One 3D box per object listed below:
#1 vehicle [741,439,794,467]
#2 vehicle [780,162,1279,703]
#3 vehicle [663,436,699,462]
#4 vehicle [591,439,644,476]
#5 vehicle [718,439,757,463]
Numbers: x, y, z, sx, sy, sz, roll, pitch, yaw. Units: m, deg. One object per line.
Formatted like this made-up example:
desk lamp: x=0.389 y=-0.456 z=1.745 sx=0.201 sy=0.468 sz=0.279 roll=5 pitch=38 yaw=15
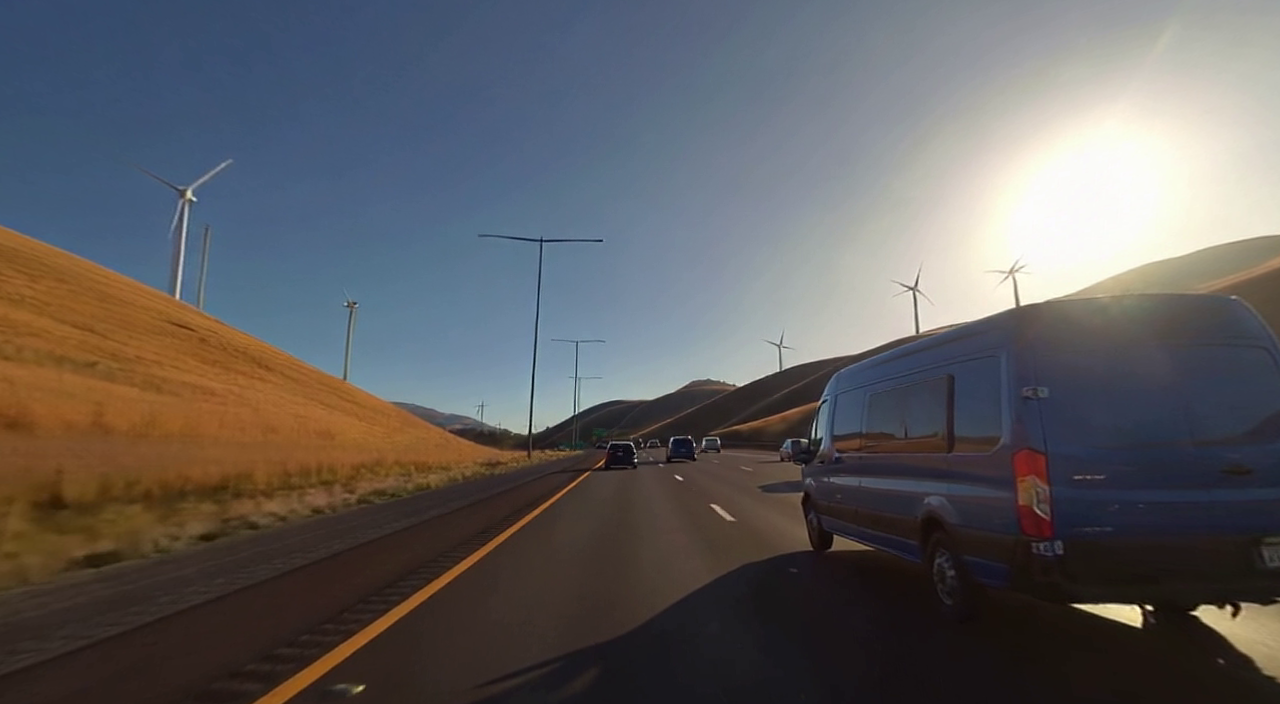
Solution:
vehicle: x=6.940 y=5.554 z=34.912 sx=1.858 sy=1.475 sz=4.421 roll=0 pitch=-8 yaw=-2
vehicle: x=3.122 y=0.825 z=5.658 sx=2.365 sy=2.630 sz=5.754 roll=0 pitch=-8 yaw=0
vehicle: x=2.744 y=6.629 z=43.283 sx=2.108 sy=1.717 sz=3.996 roll=0 pitch=-8 yaw=-2
vehicle: x=-0.893 y=4.399 z=26.572 sx=2.082 sy=1.445 sz=3.826 roll=0 pitch=-8 yaw=0
vehicle: x=6.480 y=6.644 z=42.588 sx=1.850 sy=1.475 sz=4.460 roll=0 pitch=-8 yaw=-1
